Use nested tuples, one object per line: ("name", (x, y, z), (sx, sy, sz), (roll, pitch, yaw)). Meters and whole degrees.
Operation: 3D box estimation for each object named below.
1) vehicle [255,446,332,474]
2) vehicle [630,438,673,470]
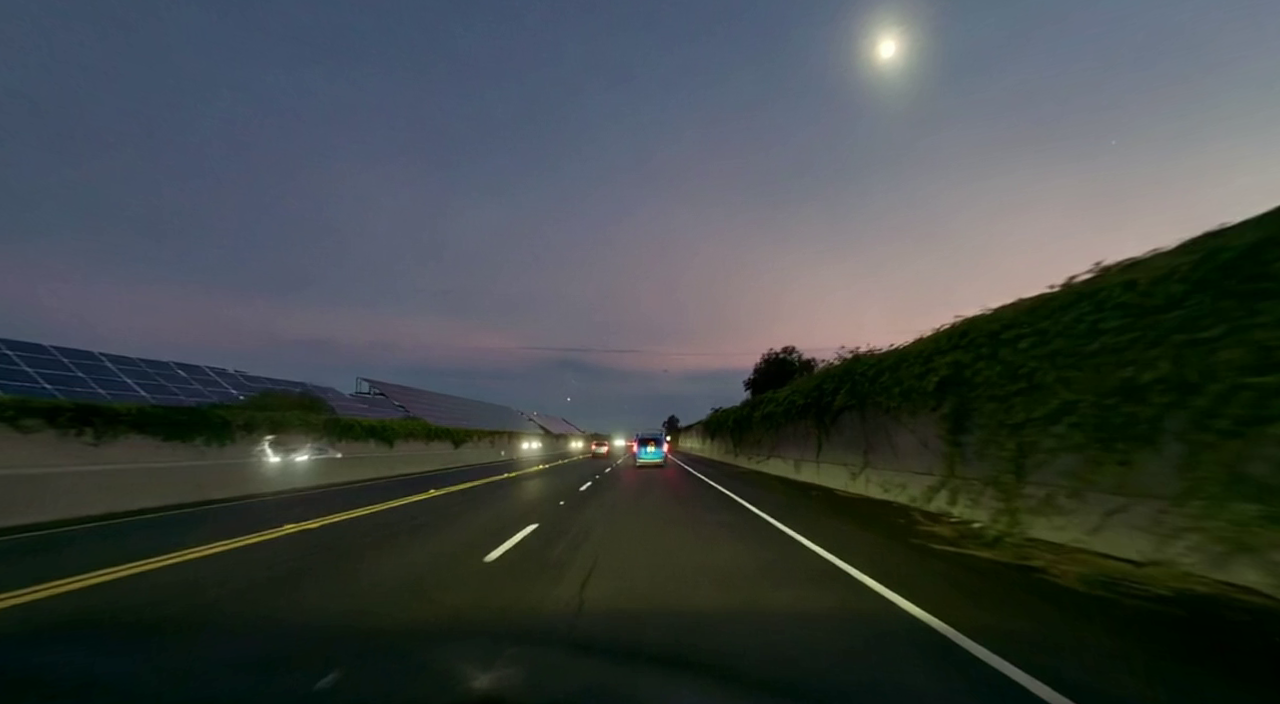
("vehicle", (-18.471, 5.766, 33.769), (1.838, 1.391, 3.939), (0, -8, 0))
("vehicle", (0.514, 5.056, 31.316), (1.997, 1.484, 3.409), (0, -8, -2))
